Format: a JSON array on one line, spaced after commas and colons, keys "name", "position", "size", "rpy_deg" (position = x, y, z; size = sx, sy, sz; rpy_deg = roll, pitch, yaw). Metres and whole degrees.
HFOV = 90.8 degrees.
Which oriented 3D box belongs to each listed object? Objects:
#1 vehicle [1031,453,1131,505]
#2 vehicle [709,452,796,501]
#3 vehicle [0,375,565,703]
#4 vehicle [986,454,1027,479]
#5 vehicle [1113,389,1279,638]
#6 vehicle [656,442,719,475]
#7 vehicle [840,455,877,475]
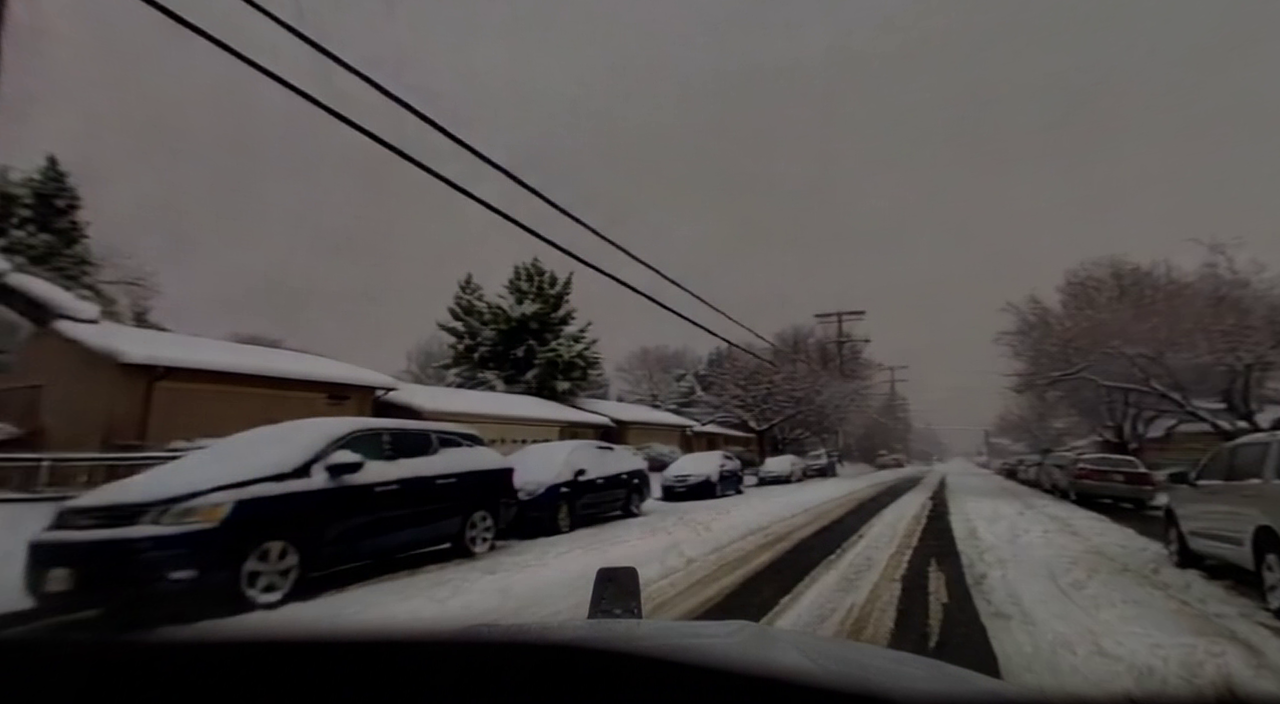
[{"name": "vehicle", "position": [14.936, 4.249, 21.656], "size": [1.870, 1.536, 4.568], "rpy_deg": [-4, -9, 24]}, {"name": "vehicle", "position": [4.194, 4.412, 22.886], "size": [1.897, 1.523, 4.626], "rpy_deg": [-4, -10, 25]}, {"name": "vehicle", "position": [-3.365, 1.517, 6.939], "size": [2.385, 1.967, 5.971], "rpy_deg": [-4, -8, 23]}, {"name": "vehicle", "position": [27.164, 8.431, 46.979], "size": [2.310, 1.527, 4.705], "rpy_deg": [-2, -8, 27]}, {"name": "vehicle", "position": [6.941, 1.516, 6.468], "size": [2.226, 1.928, 5.339], "rpy_deg": [-4, -9, 25]}, {"name": "vehicle", "position": [3.043, 6.534, 38.995], "size": [2.232, 1.836, 5.443], "rpy_deg": [-3, -9, 23]}, {"name": "vehicle", "position": [17.307, 8.898, 49.949], "size": [1.960, 1.460, 4.425], "rpy_deg": [-4, -10, 29]}]
